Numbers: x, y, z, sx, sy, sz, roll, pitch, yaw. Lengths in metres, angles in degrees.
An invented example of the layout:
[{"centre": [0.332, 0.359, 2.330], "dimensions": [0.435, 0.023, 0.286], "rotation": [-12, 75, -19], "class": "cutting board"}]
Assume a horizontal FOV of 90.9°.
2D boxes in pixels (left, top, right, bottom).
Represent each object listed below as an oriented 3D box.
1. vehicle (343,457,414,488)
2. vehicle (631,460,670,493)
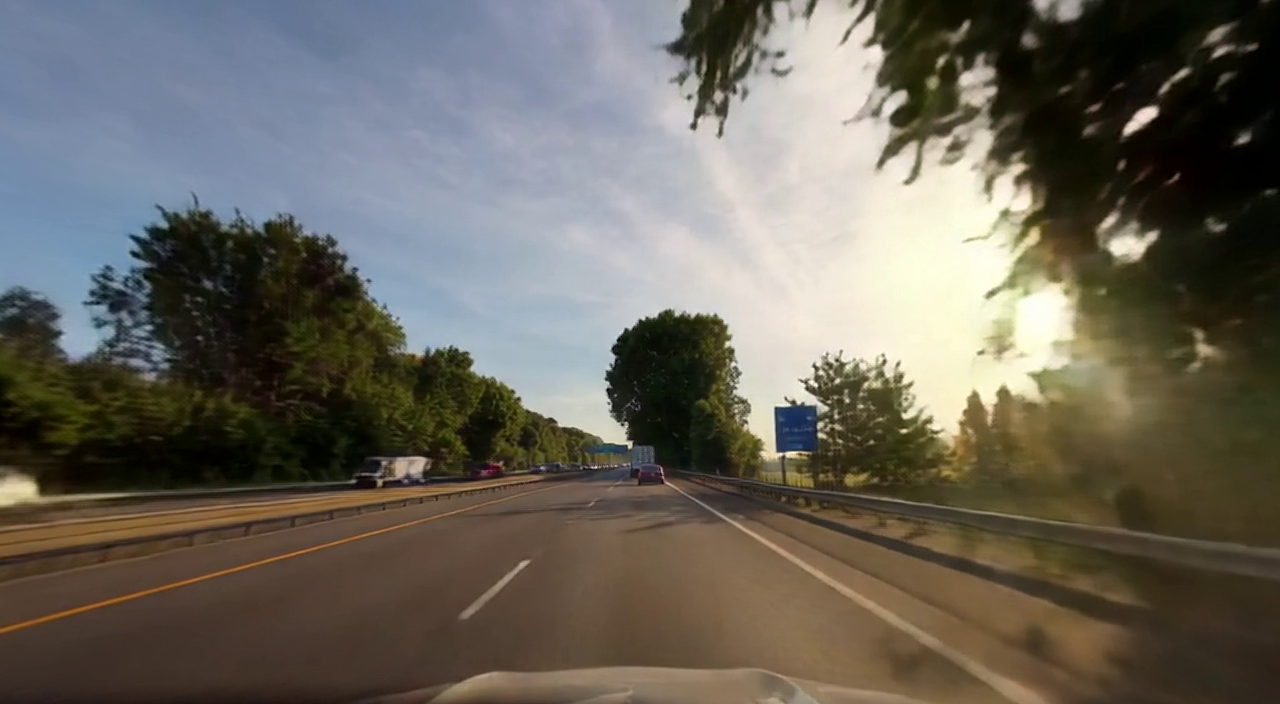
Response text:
[{"centre": [-16.329, 7.573, 39.674], "dimensions": [2.028, 1.777, 5.635], "rotation": [1, -10, 0], "class": "vehicle"}, {"centre": [0.561, 6.956, 35.280], "dimensions": [2.048, 1.663, 4.377], "rotation": [1, -10, 0], "class": "vehicle"}]
